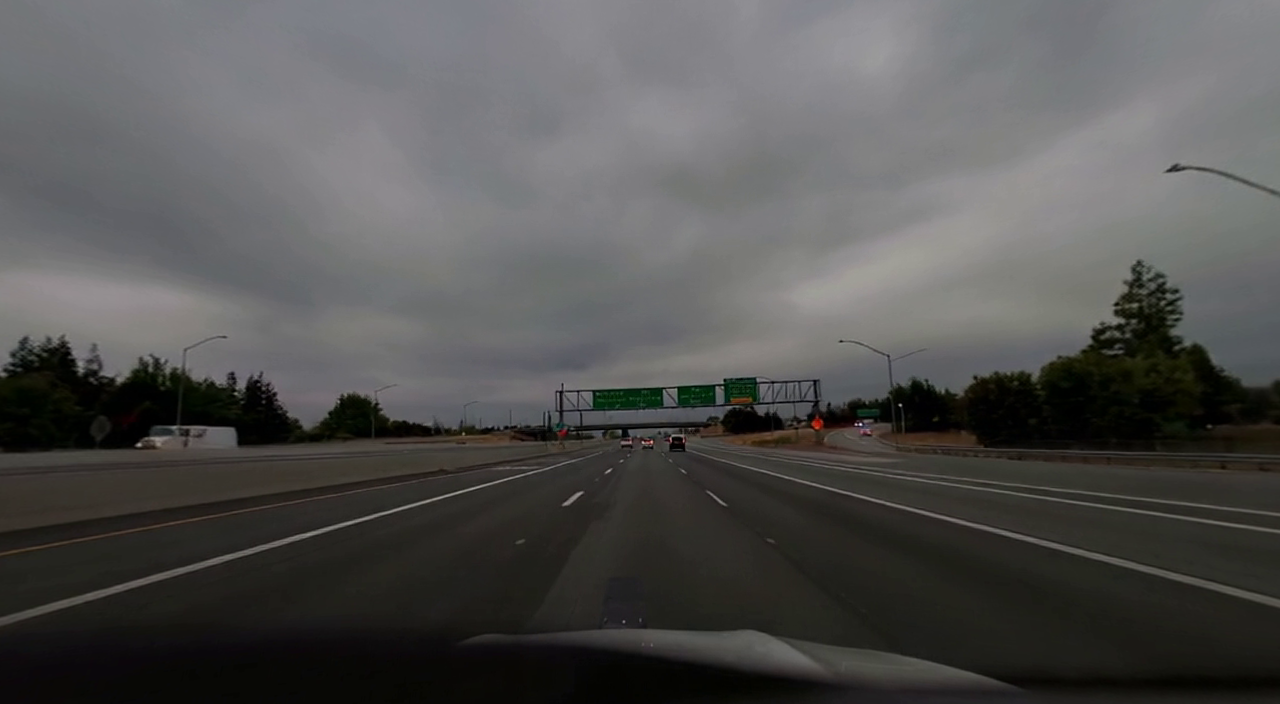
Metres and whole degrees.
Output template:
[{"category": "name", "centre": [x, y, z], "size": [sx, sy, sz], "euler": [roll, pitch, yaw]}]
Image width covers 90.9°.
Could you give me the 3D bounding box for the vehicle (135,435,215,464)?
[{"category": "vehicle", "centre": [-36.075, 7.590, 49.160], "size": [2.264, 2.044, 5.536], "euler": [0, -8, -3]}]
